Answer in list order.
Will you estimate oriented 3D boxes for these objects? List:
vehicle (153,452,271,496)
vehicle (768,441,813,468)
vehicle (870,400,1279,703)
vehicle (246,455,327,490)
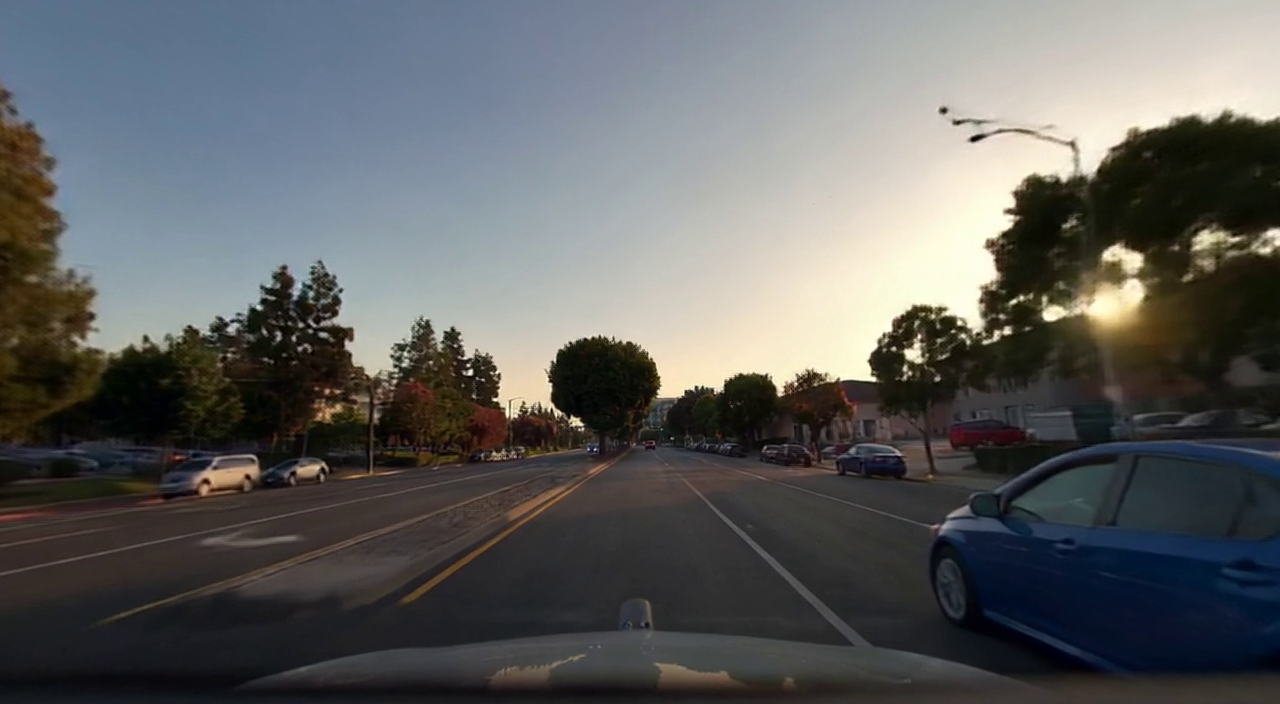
[{"bbox_3d":[-18.633,5.298,27.792,1.993,1.686,4.698,0,-8,-2],"label":"vehicle"},{"bbox_3d":[9.783,6.671,41.206,1.889,1.629,4.072,0,-8,0],"label":"vehicle"},{"bbox_3d":[3.109,1.067,3.253,2.141,1.443,4.499,0,-8,0],"label":"vehicle"},{"bbox_3d":[-18.507,6.273,33.211,1.828,1.457,4.292,-3,-7,0],"label":"vehicle"}]
